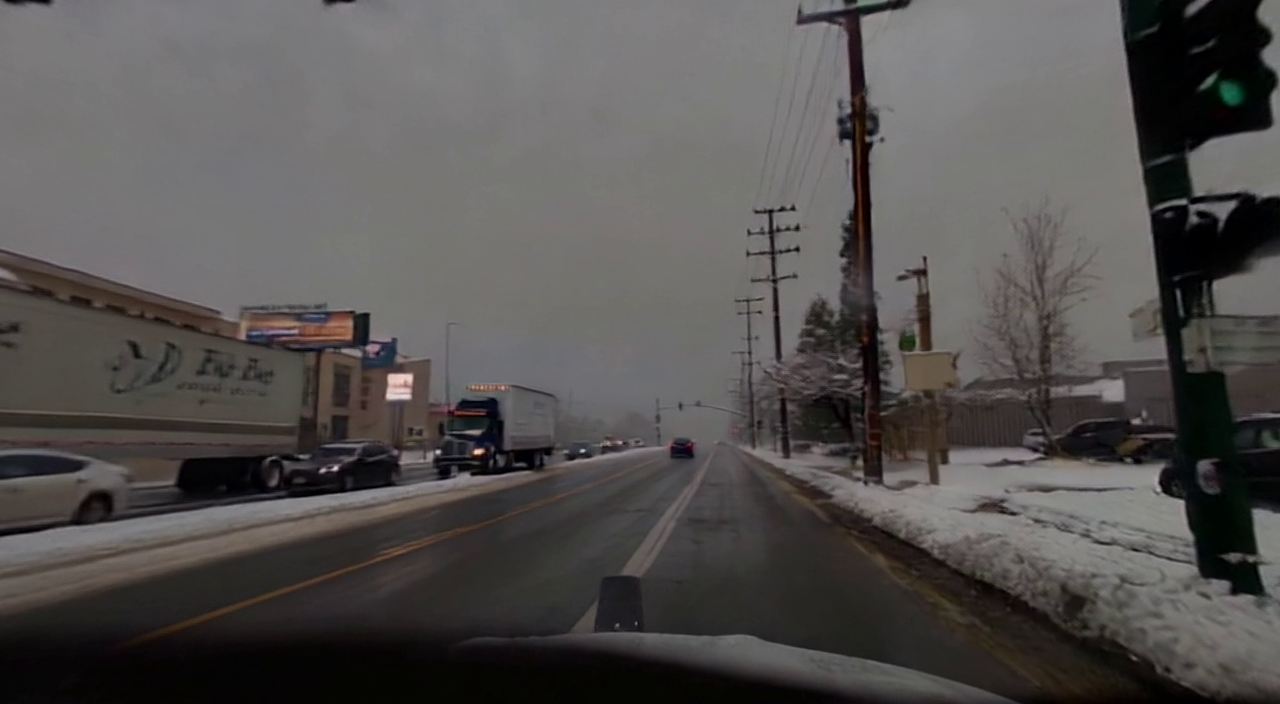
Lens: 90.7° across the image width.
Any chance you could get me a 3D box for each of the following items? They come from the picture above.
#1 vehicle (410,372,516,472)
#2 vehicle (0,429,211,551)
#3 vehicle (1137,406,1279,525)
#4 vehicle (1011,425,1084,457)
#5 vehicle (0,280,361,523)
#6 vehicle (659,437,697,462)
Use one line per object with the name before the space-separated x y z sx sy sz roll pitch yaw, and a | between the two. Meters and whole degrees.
vehicle | -7.321 3.060 26.659 3.027 3.903 3.372 -2 -10 9
vehicle | -9.265 2.007 9.388 1.949 1.510 4.958 -4 -6 8
vehicle | 9.246 1.547 8.698 1.796 1.490 4.416 -4 -12 10
vehicle | 21.294 4.703 33.231 1.697 1.559 3.647 -2 -9 8
vehicle | -12.158 1.229 13.428 2.876 4.151 17.071 -2 -9 7
vehicle | 2.512 6.257 40.836 2.040 1.492 5.114 -2 -9 8
